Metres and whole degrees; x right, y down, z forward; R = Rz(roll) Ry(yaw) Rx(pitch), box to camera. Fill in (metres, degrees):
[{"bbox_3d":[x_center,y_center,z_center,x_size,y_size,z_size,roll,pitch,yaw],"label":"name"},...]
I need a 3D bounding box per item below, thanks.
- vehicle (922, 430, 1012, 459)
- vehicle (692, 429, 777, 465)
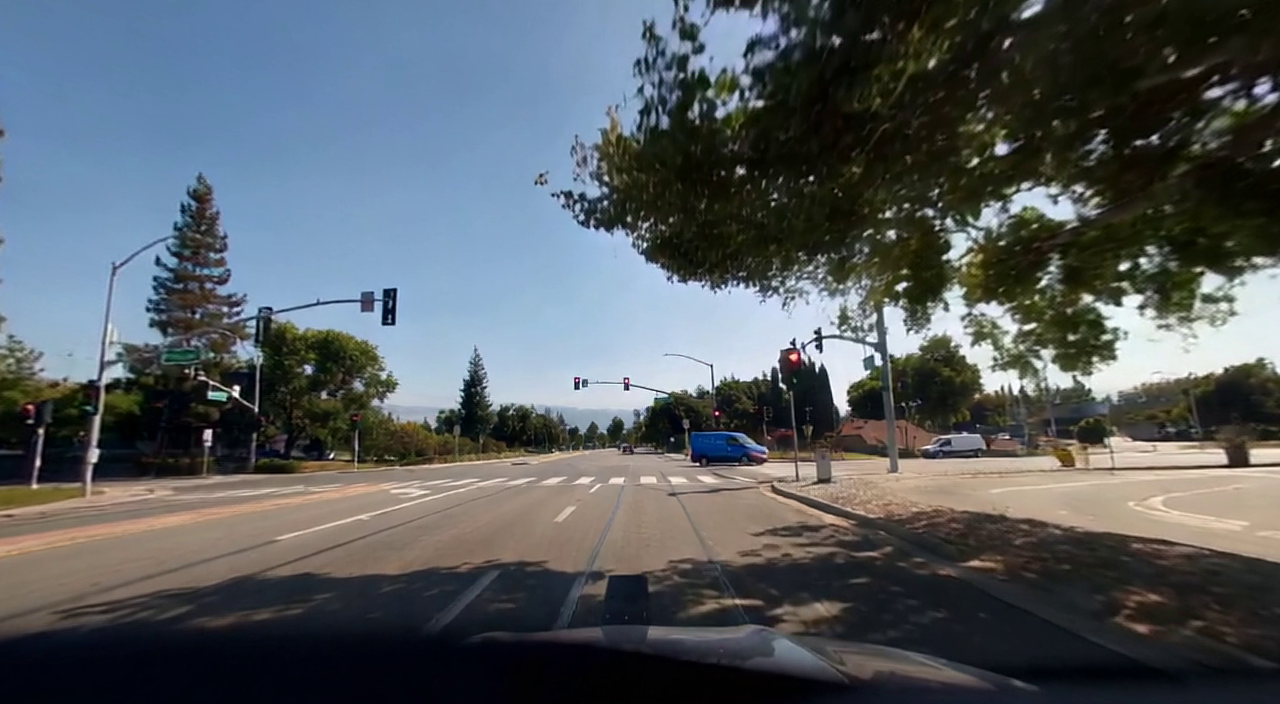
[{"bbox_3d":[21.306,6.065,41.198,4.790,1.798,1.909,0,-8,1],"label":"vehicle"},{"bbox_3d":[5.534,5.559,36.915,4.536,1.965,1.780,-4,-9,26],"label":"vehicle"}]
